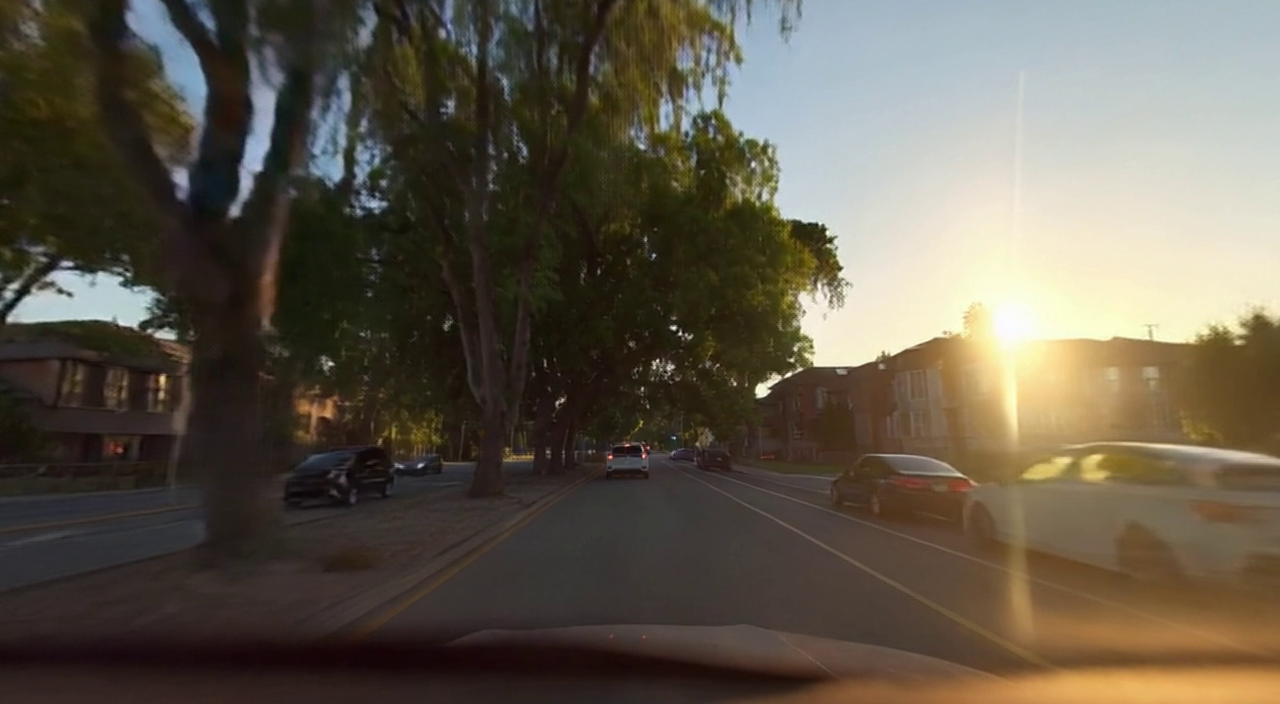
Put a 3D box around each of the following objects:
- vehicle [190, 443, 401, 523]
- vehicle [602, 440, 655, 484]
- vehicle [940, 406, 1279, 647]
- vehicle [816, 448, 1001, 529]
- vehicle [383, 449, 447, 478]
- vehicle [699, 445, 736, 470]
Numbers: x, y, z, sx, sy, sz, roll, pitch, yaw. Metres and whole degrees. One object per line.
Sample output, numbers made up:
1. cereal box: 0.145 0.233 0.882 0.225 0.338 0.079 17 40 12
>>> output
1. vehicle: -7.408 2.825 14.355 2.105 1.474 4.808 0 -8 0
2. vehicle: -0.474 4.598 26.808 2.070 1.698 3.925 0 -8 -1
3. vehicle: 5.596 1.654 7.180 1.943 1.778 4.778 0 -8 -1
4. vehicle: 5.671 2.905 14.157 1.978 1.485 4.603 0 -8 -2
5. vehicle: -12.404 6.152 35.109 1.890 1.473 4.419 0 -8 0
6. vehicle: 5.588 7.633 45.859 1.970 1.696 4.405 0 -9 -2
